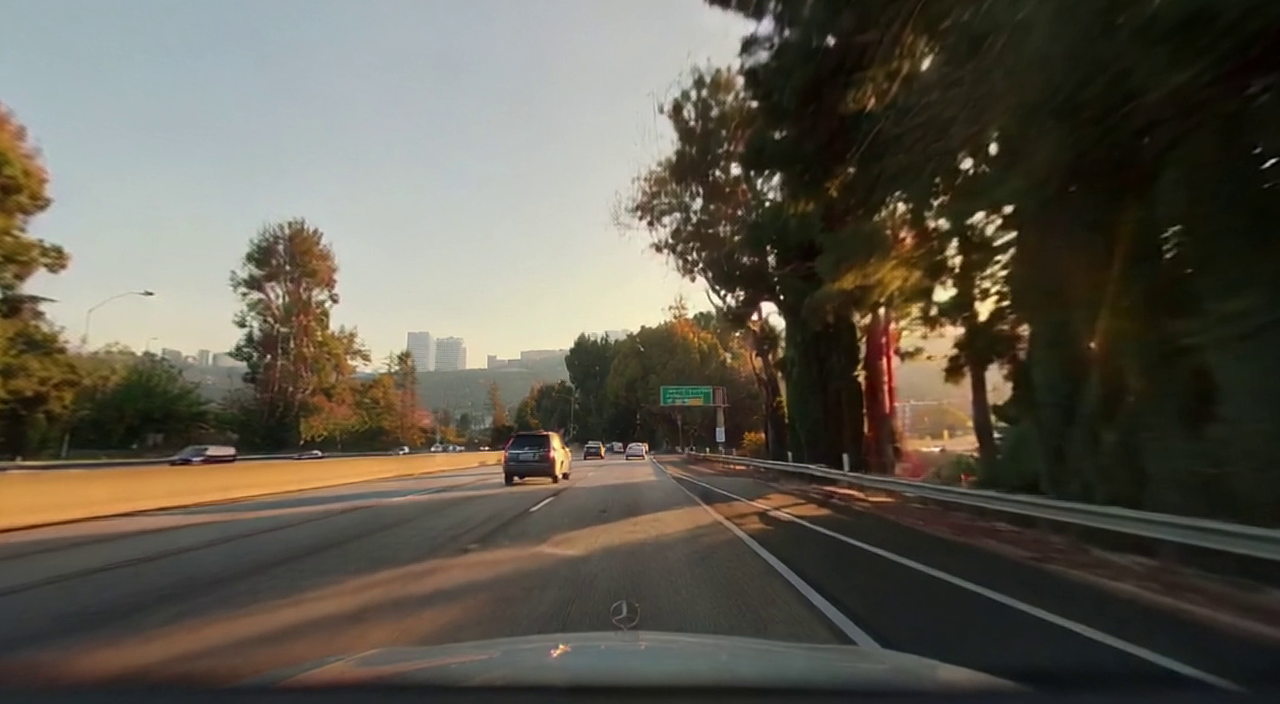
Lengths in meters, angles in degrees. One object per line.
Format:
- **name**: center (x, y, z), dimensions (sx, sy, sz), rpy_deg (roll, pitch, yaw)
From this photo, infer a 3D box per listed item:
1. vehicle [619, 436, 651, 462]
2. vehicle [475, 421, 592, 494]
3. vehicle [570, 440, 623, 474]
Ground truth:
- **vehicle**: center (-0.362, 7.414, 48.281), dimensions (2.306, 1.857, 4.657), rpy_deg (0, -9, 0)
- **vehicle**: center (-3.106, 3.280, 19.947), dimensions (2.497, 1.957, 5.432), rpy_deg (-1, -9, 3)
- **vehicle**: center (-2.078, 5.190, 31.484), dimensions (2.068, 1.539, 4.720), rpy_deg (-1, -9, 3)
